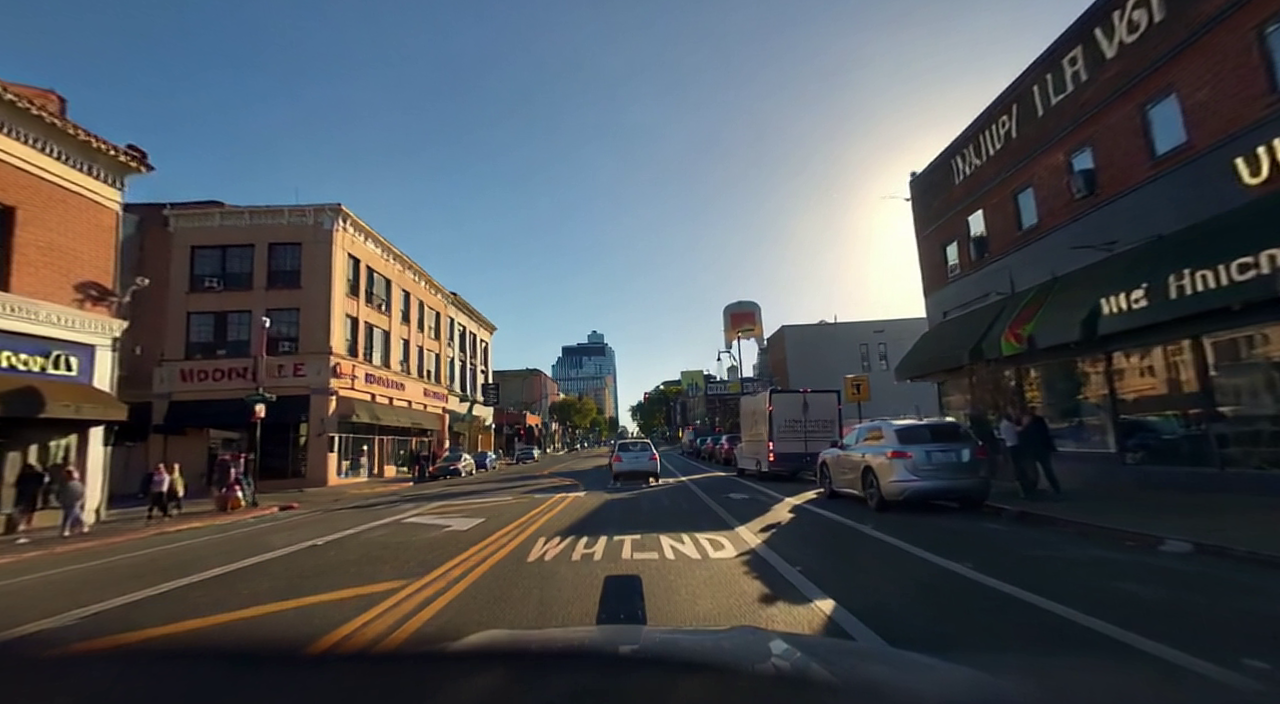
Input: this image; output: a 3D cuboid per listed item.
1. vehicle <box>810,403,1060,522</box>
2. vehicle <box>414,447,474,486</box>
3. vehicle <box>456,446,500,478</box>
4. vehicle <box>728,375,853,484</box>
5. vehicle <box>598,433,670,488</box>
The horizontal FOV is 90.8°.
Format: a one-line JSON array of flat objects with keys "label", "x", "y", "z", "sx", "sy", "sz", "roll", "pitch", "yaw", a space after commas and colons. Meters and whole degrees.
[{"label": "vehicle", "x": 5.588, "y": 2.211, "z": 13.223, "sx": 2.367, "sy": 1.917, "sz": 5.810, "roll": 0, "pitch": -8, "yaw": -1}, {"label": "vehicle", "x": -11.280, "y": 6.578, "z": 36.636, "sx": 2.055, "sy": 1.685, "sz": 4.370, "roll": -6, "pitch": -5, "yaw": -1}, {"label": "vehicle", "x": -11.355, "y": 7.695, "z": 44.575, "sx": 1.872, "sy": 1.731, "sz": 4.656, "roll": -4, "pitch": -6, "yaw": -2}, {"label": "vehicle", "x": 5.424, "y": 3.050, "z": 24.408, "sx": 2.893, "sy": 3.553, "sz": 7.295, "roll": 0, "pitch": -8, "yaw": -1}, {"label": "vehicle", "x": -0.181, "y": 3.498, "z": 20.735, "sx": 2.086, "sy": 1.575, "sz": 4.205, "roll": 0, "pitch": -8, "yaw": 0}]
